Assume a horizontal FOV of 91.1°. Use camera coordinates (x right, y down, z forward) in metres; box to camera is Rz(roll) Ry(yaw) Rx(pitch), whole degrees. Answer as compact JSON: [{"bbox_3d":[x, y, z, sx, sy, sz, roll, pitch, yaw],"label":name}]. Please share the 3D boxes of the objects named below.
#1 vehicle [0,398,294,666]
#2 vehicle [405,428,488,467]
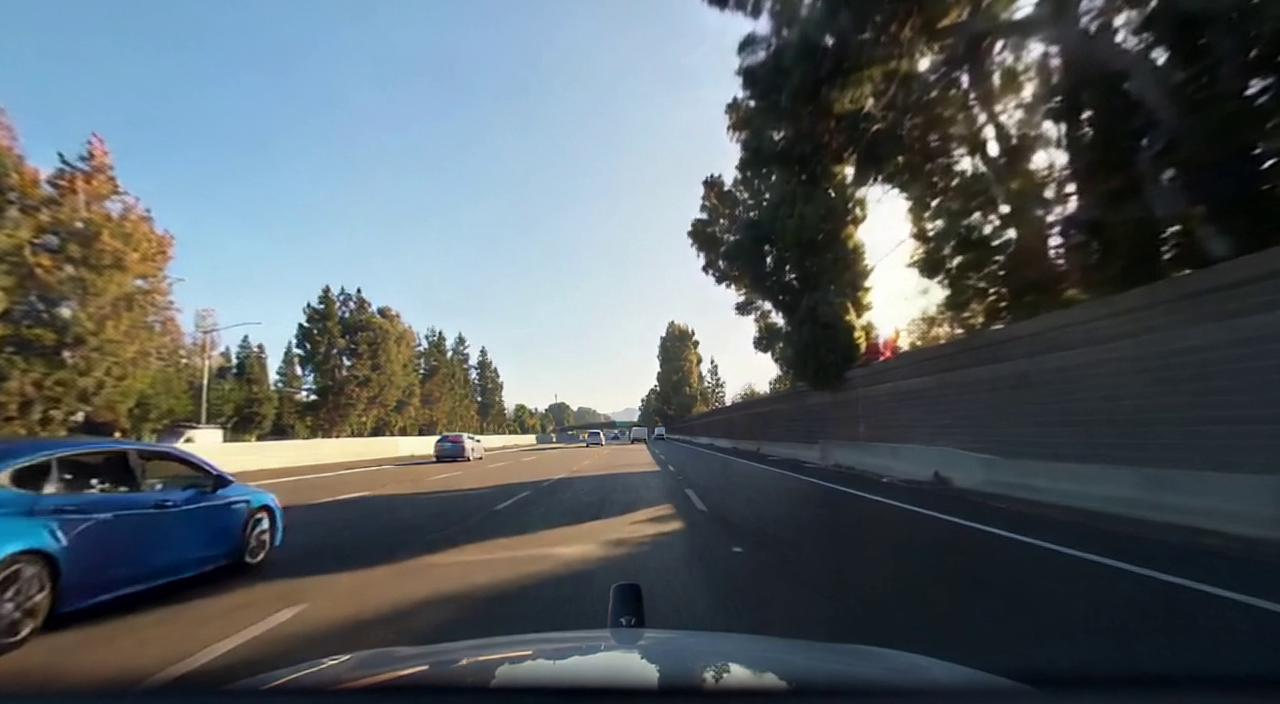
[{"bbox_3d":[-4.643,1.142,4.485,2.079,1.500,3.881,0,-8,1],"label":"vehicle"},{"bbox_3d":[-8.524,4.244,28.191,2.053,1.582,4.878,0,-8,1],"label":"vehicle"}]
